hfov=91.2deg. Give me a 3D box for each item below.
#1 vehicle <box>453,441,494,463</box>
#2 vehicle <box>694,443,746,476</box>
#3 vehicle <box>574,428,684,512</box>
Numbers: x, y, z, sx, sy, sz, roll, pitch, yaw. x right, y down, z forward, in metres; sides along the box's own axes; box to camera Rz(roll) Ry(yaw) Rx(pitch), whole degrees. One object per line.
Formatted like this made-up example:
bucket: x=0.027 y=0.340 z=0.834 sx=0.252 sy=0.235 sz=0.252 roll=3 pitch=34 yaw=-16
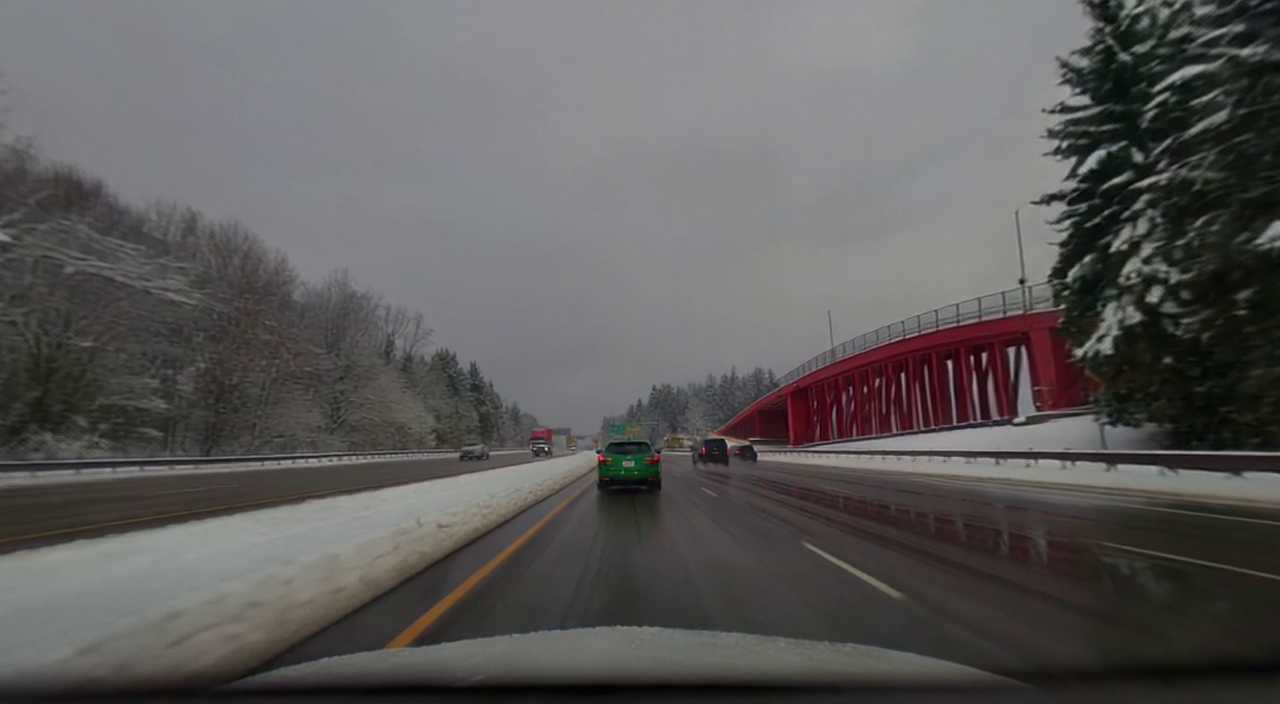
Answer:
vehicle: x=-12.571 y=7.570 z=47.549 sx=1.938 sy=1.516 sz=4.282 roll=0 pitch=-9 yaw=0
vehicle: x=3.895 y=5.285 z=31.107 sx=1.894 sy=1.487 sz=3.751 roll=0 pitch=-9 yaw=-2
vehicle: x=-0.254 y=2.751 z=15.062 sx=2.259 sy=1.699 sz=4.015 roll=0 pitch=-9 yaw=-1
